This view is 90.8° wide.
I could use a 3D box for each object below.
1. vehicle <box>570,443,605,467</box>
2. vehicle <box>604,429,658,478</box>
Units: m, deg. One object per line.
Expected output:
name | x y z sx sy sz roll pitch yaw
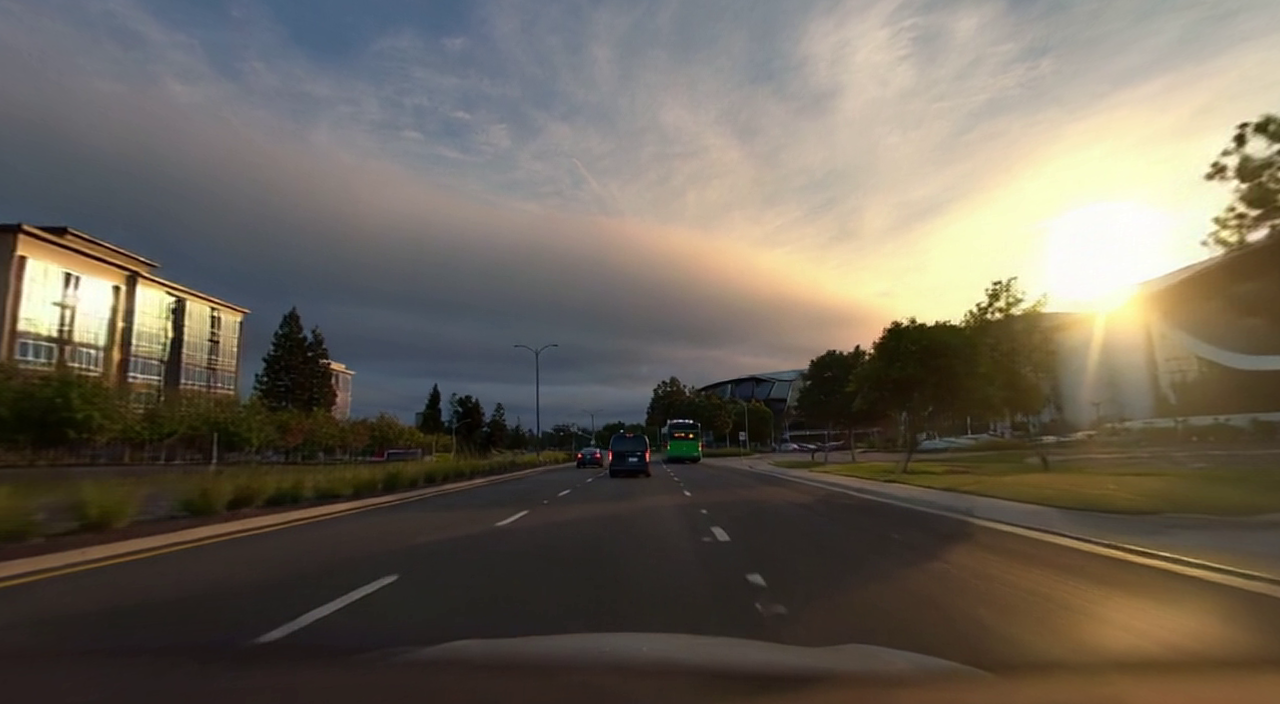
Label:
vehicle | -3.776 7.519 46.270 2.109 1.672 4.256 0 -9 2
vehicle | -0.327 4.855 30.355 2.336 2.122 5.207 0 -9 1
